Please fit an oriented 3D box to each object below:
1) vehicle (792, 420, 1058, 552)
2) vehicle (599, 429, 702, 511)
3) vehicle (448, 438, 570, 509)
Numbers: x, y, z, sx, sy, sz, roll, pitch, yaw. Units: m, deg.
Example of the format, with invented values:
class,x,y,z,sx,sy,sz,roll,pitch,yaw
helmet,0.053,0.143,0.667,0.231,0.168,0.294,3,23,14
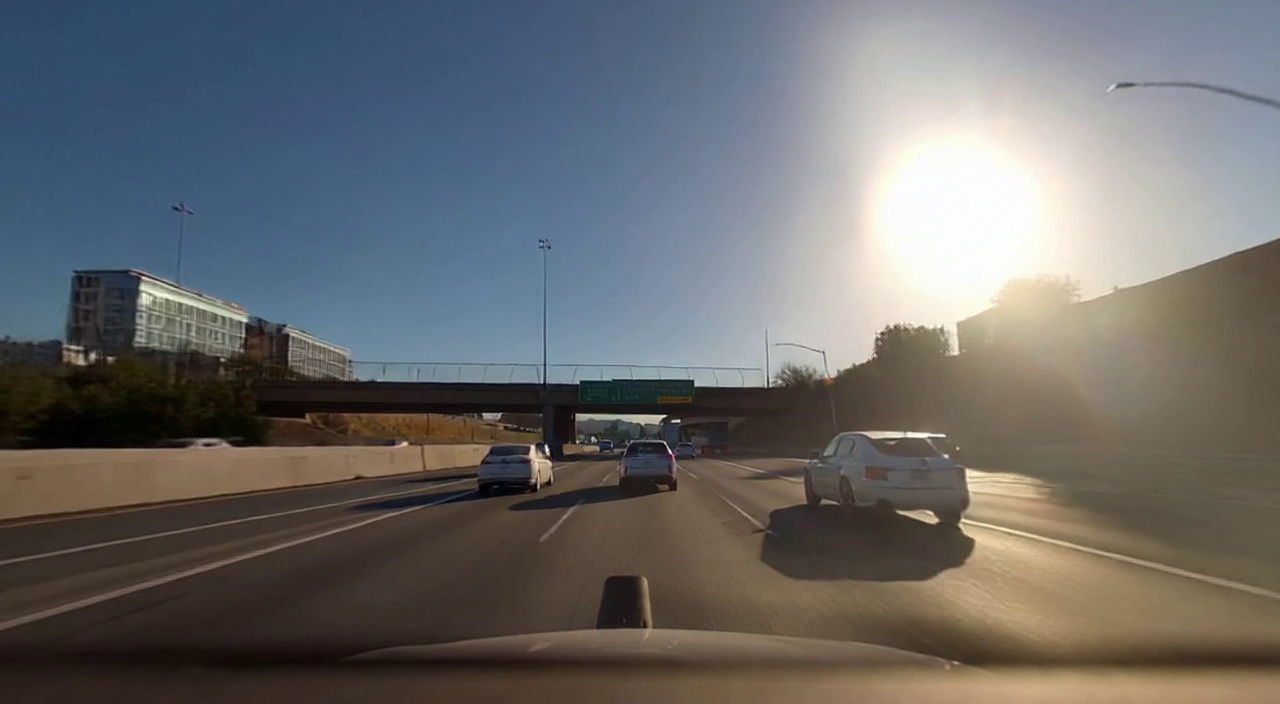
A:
class,x,y,z,sx,sy,sz,roll,pitch,yaw
vehicle,4.071,1.990,9.997,2.210,1.625,4.249,0,-8,0
vehicle,0.229,2.705,14.846,2.099,1.640,4.134,0,-8,0
vehicle,-3.091,2.967,15.912,2.011,1.510,4.698,0,-8,1
